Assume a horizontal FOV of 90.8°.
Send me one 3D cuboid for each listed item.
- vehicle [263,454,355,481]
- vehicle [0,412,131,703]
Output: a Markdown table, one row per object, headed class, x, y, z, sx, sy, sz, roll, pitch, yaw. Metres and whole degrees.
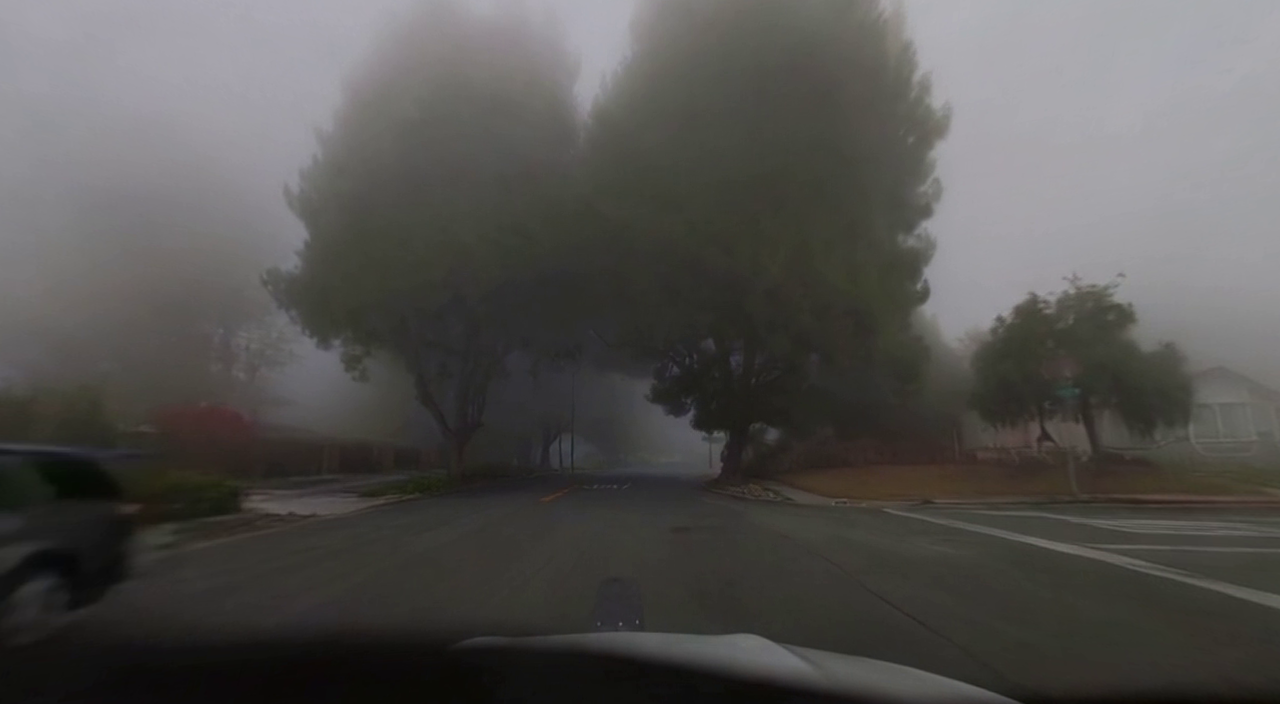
| class | x | y | z | sx | sy | sz | roll | pitch | yaw |
| --- | --- | --- | --- | --- | --- | --- | --- | --- | --- |
| vehicle | -19.487 | 6.809 | 37.333 | 4.373 | 1.464 | 1.917 | 1 | -10 | -11 |
| vehicle | -4.590 | 0.984 | 2.270 | 2.025 | 1.660 | 4.151 | 0 | -9 | 0 |
